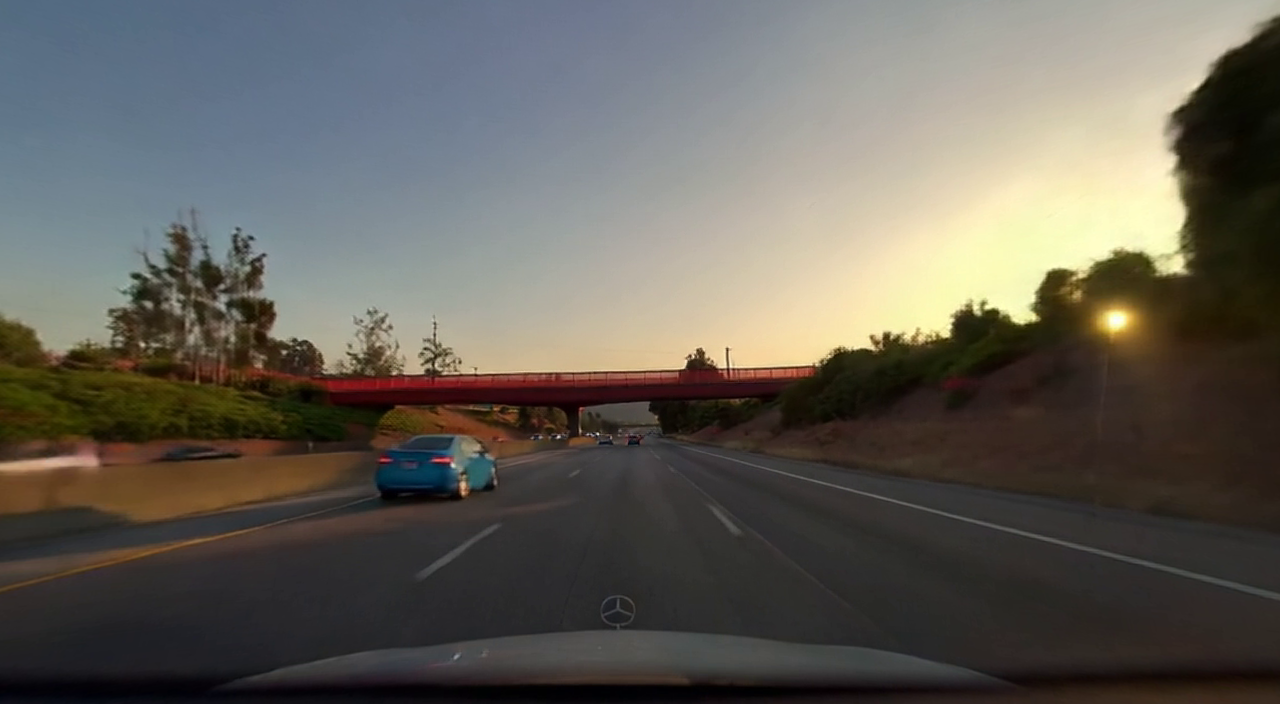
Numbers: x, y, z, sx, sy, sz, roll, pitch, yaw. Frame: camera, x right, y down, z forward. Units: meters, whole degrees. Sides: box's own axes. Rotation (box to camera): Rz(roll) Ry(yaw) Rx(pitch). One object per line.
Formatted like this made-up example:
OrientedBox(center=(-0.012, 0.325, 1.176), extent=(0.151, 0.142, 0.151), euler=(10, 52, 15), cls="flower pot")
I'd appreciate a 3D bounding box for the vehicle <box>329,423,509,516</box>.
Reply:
OrientedBox(center=(-4.176, 2.279, 12.853), extent=(2.074, 1.535, 4.437), euler=(0, -8, 0), cls="vehicle")
